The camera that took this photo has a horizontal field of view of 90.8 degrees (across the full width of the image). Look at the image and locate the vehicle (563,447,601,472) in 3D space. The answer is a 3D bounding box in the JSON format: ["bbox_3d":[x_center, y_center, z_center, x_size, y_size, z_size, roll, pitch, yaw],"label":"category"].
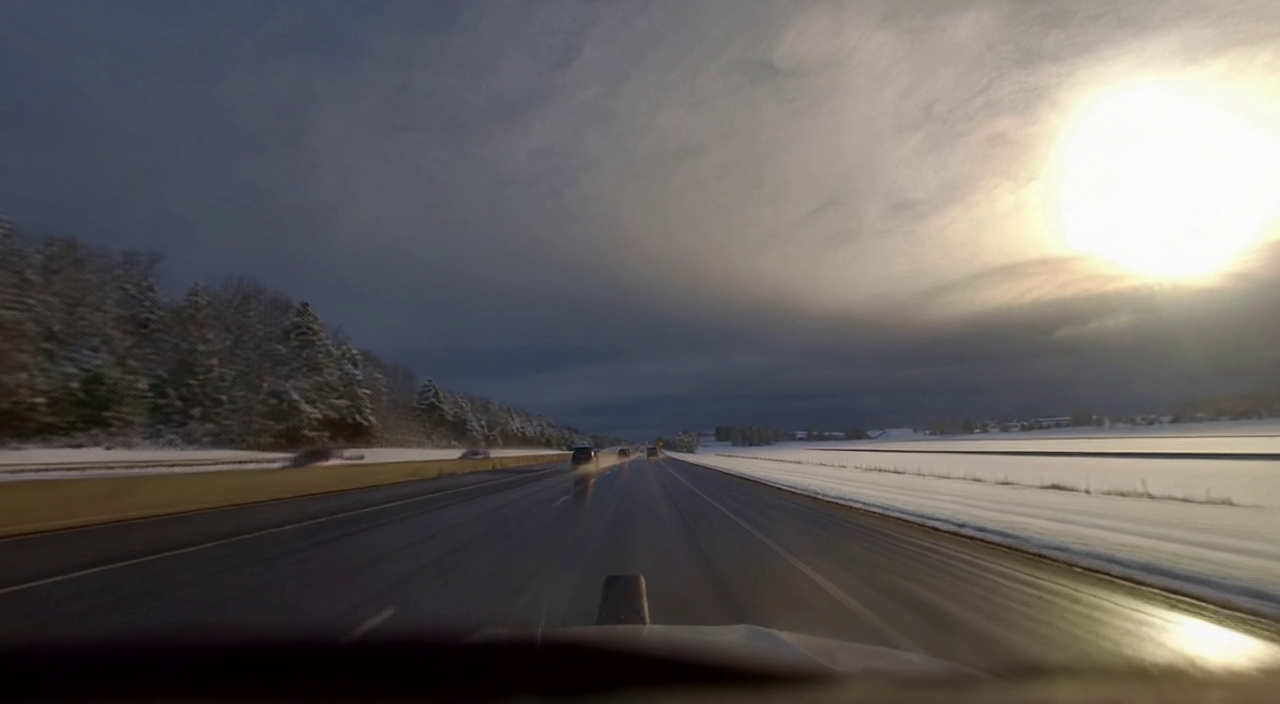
[{"bbox_3d":[-4.100,7.709,45.582,2.188,1.692,4.623,0,-9,2],"label":"vehicle"}]

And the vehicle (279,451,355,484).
[{"bbox_3d":[-15.998,5.692,31.431,1.722,1.482,3.797,0,-9,1],"label":"vehicle"}]
